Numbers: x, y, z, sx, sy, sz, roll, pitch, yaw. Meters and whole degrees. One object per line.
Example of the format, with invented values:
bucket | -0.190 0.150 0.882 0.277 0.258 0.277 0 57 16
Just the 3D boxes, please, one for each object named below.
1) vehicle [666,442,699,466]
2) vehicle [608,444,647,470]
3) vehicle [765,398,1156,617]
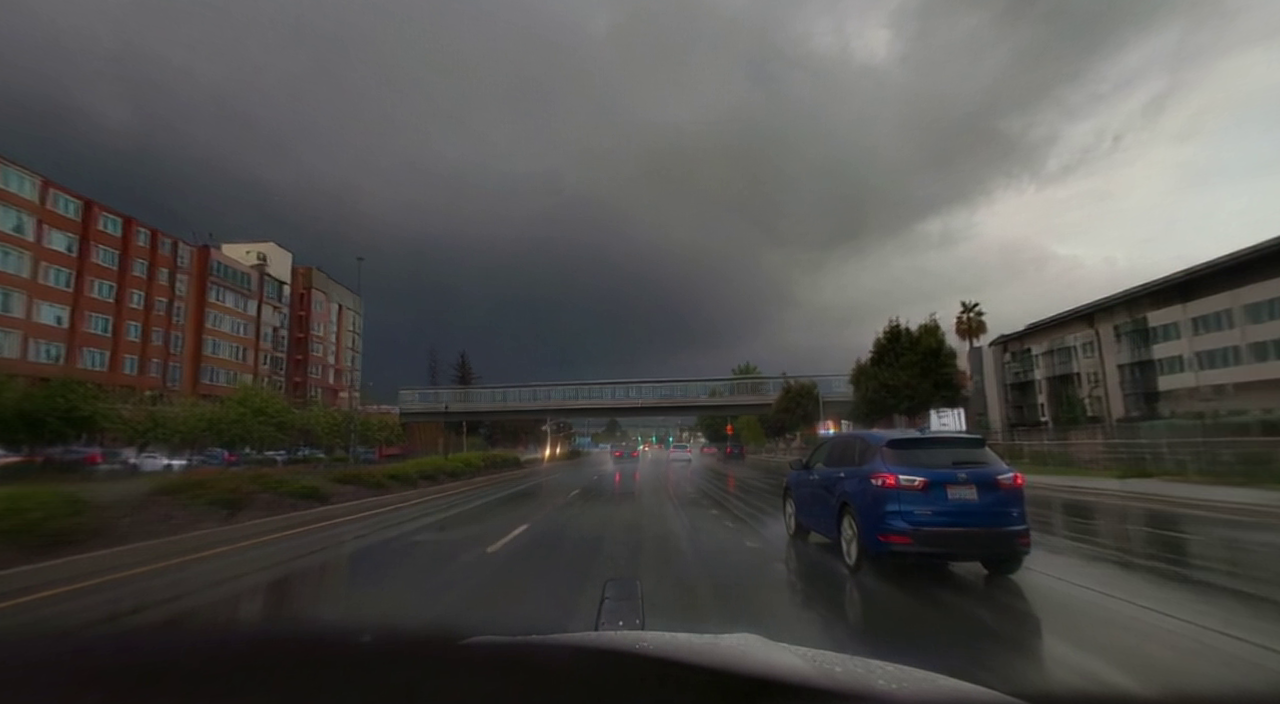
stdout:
vehicle | 3.158 7.677 47.845 2.165 1.708 3.928 0 -8 -1
vehicle | -0.683 6.378 38.674 2.173 1.498 4.528 0 -8 1
vehicle | 3.043 1.592 7.475 2.130 1.741 4.665 0 -8 0
